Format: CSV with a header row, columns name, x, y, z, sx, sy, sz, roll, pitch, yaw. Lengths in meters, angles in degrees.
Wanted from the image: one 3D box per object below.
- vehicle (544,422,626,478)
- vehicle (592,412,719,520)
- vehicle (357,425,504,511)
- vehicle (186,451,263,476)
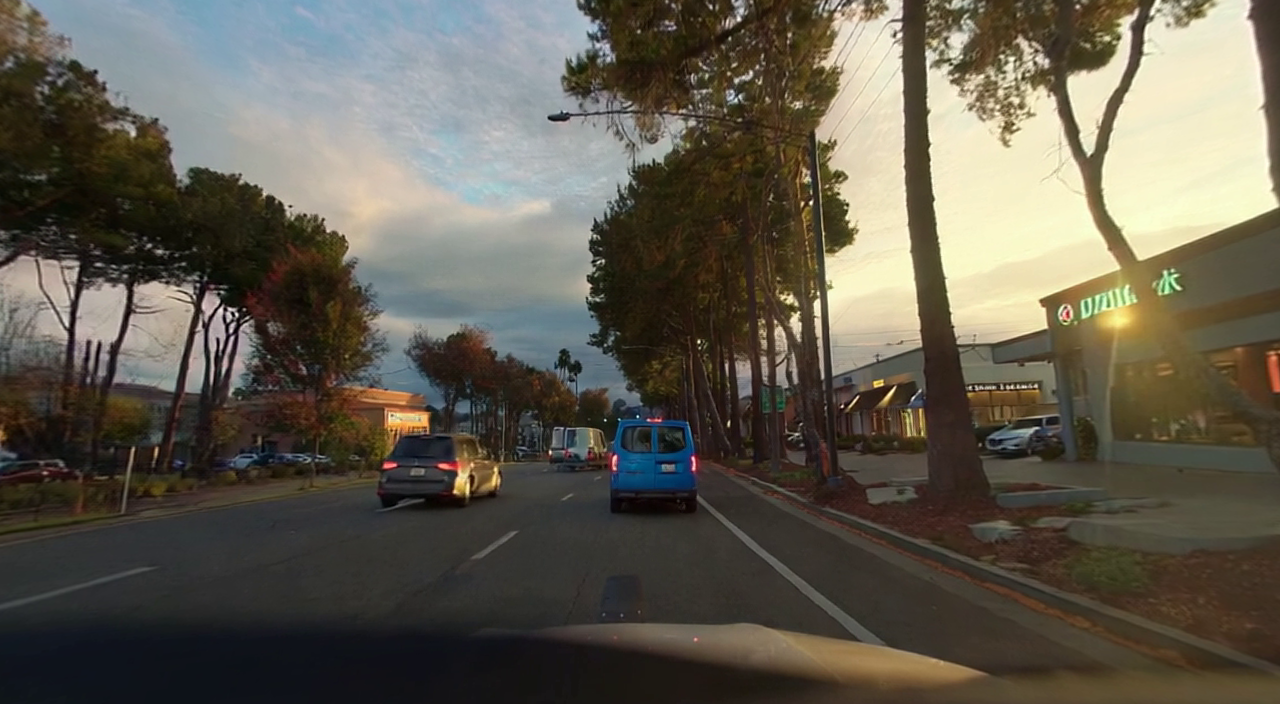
name,x,y,z,sx,sy,sz,roll,pitch,yaw
vehicle,-2.172,4.149,26.830,2.486,2.074,5.456,-1,-9,6
vehicle,0.320,2.274,13.000,2.173,1.830,4.189,0,-9,2
vehicle,-4.778,2.719,15.298,2.116,1.714,4.757,0,-9,-3
vehicle,-32.645,8.743,49.870,1.977,1.788,4.978,-2,-9,13
